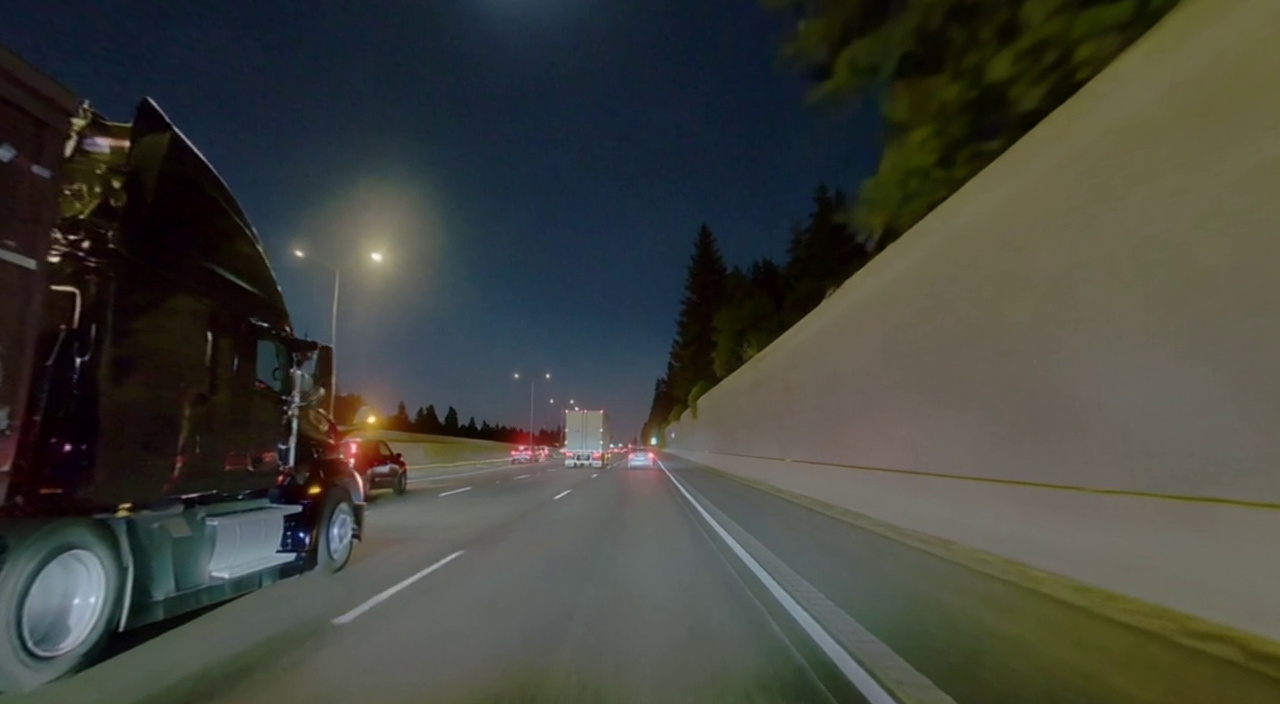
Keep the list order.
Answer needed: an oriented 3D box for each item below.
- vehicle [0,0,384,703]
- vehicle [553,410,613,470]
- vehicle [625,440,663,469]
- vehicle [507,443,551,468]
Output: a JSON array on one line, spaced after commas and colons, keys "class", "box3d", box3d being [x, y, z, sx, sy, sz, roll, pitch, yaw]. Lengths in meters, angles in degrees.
[{"class": "vehicle", "box3d": [-3.653, -0.094, 0.241, 3.025, 3.266, 9.256, 0, -9, 1]}, {"class": "vehicle", "box3d": [-3.392, 5.614, 39.926, 2.956, 3.331, 9.575, 0, -8, 0]}, {"class": "vehicle", "box3d": [0.255, 6.055, 37.394, 2.178, 1.640, 4.071, 0, -9, 1]}, {"class": "vehicle", "box3d": [-7.047, 6.609, 40.281, 1.962, 1.489, 4.002, -1, -9, 2]}]
